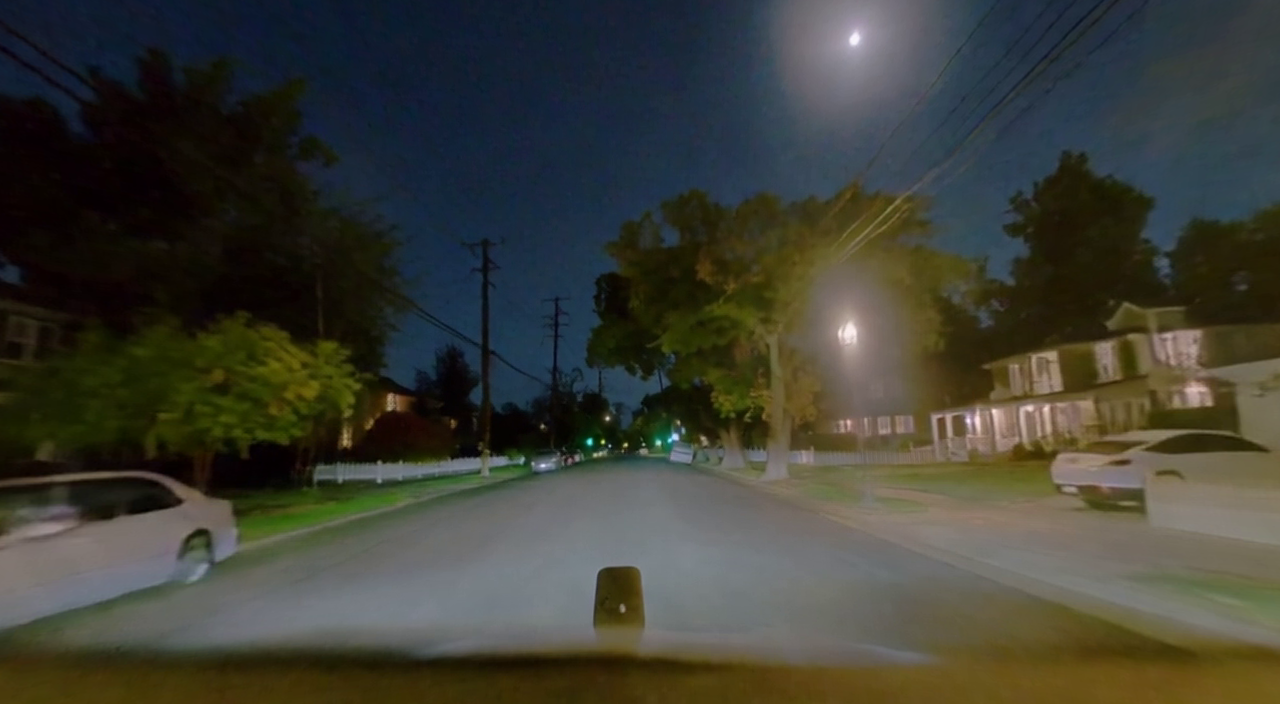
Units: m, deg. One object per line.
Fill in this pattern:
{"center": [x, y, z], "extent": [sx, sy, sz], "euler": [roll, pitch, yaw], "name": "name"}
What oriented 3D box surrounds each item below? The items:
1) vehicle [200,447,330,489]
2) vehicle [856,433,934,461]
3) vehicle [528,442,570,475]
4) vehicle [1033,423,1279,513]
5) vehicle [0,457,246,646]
{"center": [-16.389, 5.087, 27.778], "extent": [4.402, 1.741, 1.951], "euler": [0, -9, -2], "name": "vehicle"}
{"center": [16.984, 6.371, 42.262], "extent": [4.268, 1.788, 2.156], "euler": [-1, -9, 1], "name": "vehicle"}
{"center": [-6.150, 7.229, 43.311], "extent": [2.050, 1.911, 4.852], "euler": [-3, -8, 0], "name": "vehicle"}
{"center": [10.339, 2.132, 11.837], "extent": [4.629, 1.504, 1.945], "euler": [0, -9, -1], "name": "vehicle"}
{"center": [-5.929, 1.782, 5.875], "extent": [1.891, 1.362, 4.301], "euler": [-3, -8, -1], "name": "vehicle"}
